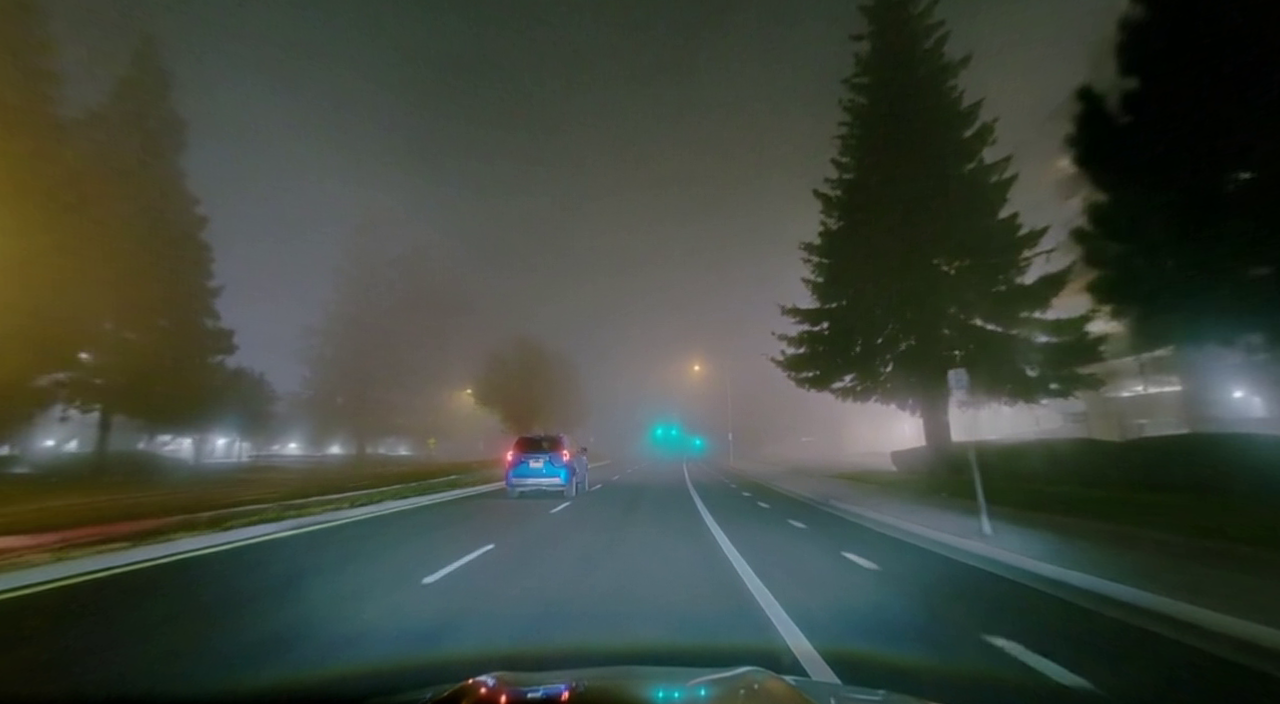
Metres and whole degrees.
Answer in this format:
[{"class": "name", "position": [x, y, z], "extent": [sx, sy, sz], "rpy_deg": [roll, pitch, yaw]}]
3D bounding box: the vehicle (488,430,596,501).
[{"class": "vehicle", "position": [-2.554, 3.115, 17.708], "extent": [2.121, 1.724, 4.392], "rpy_deg": [0, -9, 2]}]

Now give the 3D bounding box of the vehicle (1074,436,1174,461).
[{"class": "vehicle", "position": [33.674, 6.732, 44.051], "extent": [5.239, 1.663, 1.977], "rpy_deg": [0, -9, 3]}]
